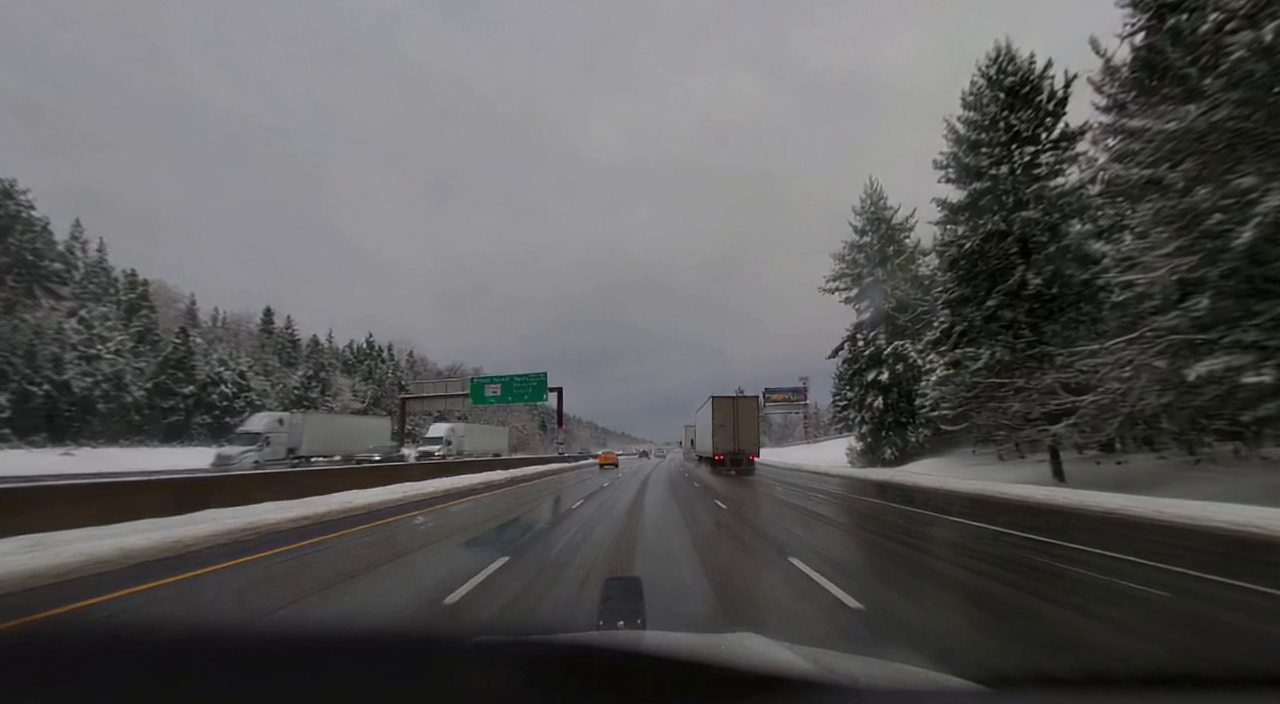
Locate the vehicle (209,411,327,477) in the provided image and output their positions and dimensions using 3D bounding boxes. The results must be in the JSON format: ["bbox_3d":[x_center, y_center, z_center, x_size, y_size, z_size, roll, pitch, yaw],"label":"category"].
[{"bbox_3d":[-22.088,5.516,37.926,3.183,3.642,5.959,0,-8,2],"label":"vehicle"}]

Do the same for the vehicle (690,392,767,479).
[{"bbox_3d":[4.936,5.112,38.276,2.826,4.269,14.176,-1,-8,1],"label":"vehicle"}]
